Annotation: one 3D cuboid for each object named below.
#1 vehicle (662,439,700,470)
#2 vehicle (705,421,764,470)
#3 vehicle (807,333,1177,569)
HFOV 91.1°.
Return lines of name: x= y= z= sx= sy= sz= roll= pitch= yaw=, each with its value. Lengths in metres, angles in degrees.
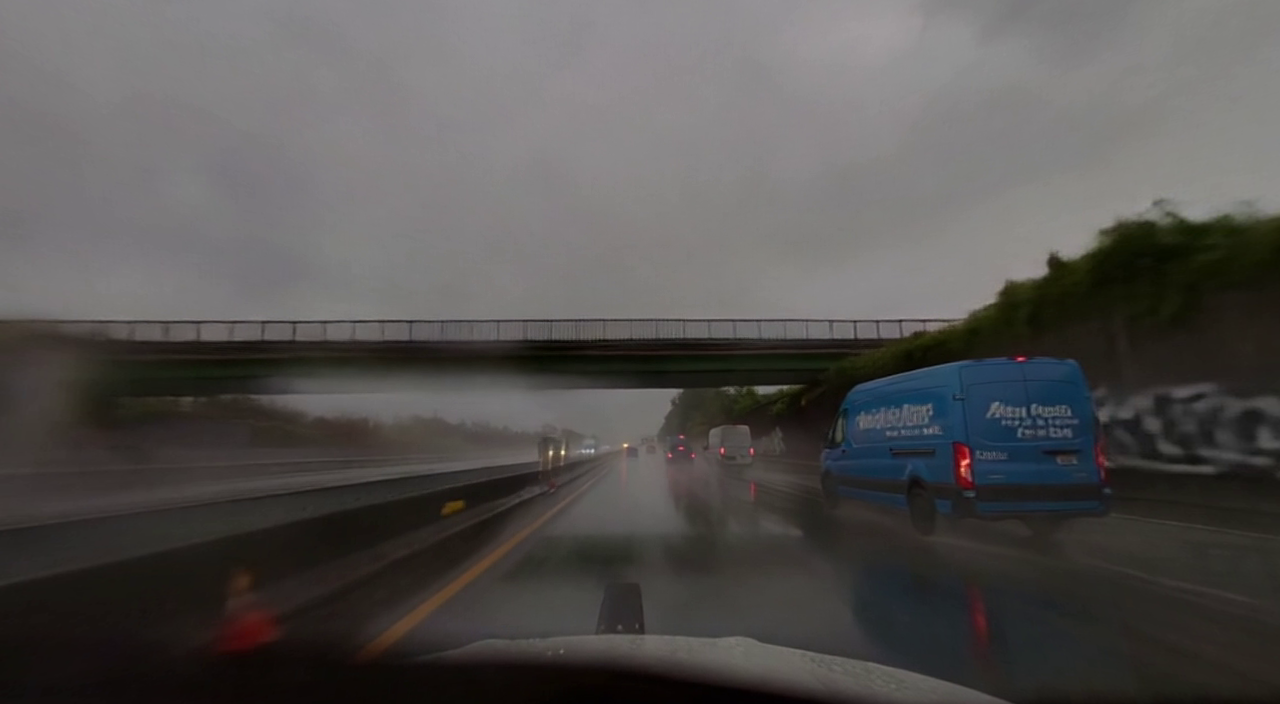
vehicle: x=2.692 y=6.916 z=42.491 sx=2.007 sy=1.943 sz=5.010 roll=0 pitch=-9 yaw=-2
vehicle: x=6.596 y=6.740 z=45.230 sx=2.761 sy=3.225 sz=7.624 roll=0 pitch=-9 yaw=-2
vehicle: x=4.709 y=1.521 z=9.964 sx=2.283 sy=2.631 sz=5.719 roll=0 pitch=-9 yaw=-2
